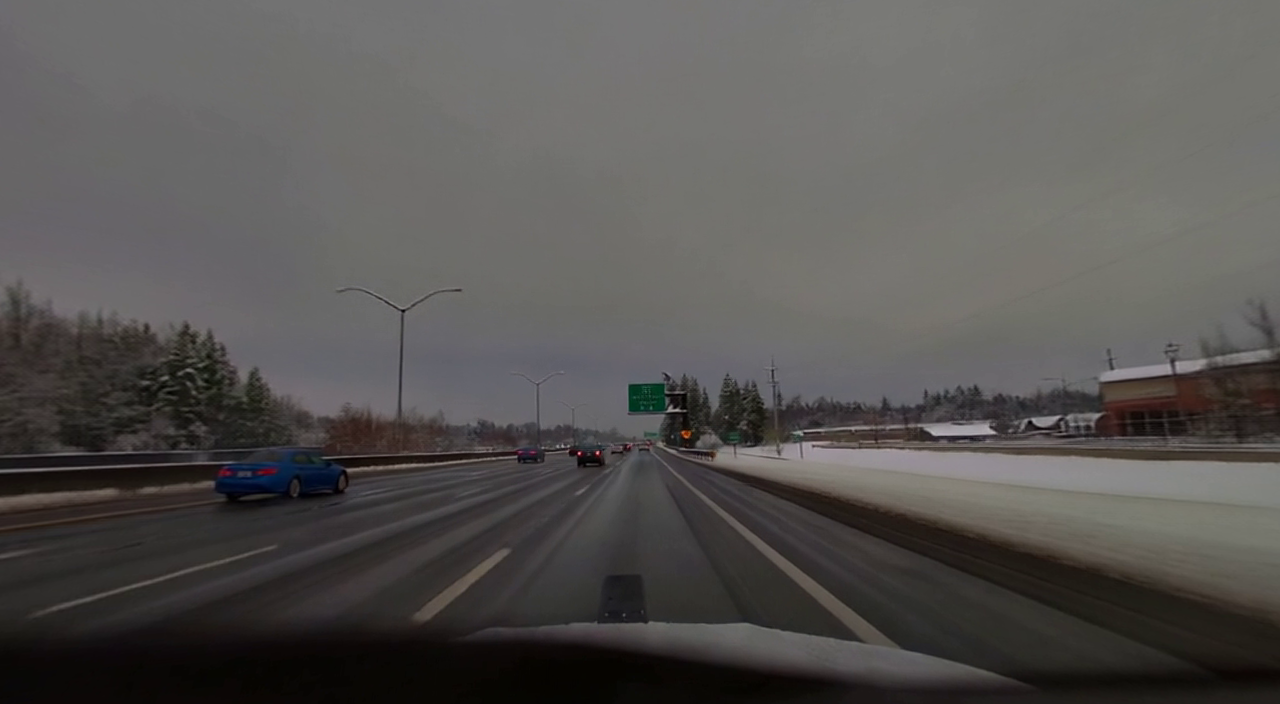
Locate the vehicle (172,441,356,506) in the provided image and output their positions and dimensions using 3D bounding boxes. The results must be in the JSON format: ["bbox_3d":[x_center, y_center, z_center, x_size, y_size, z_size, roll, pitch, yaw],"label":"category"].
[{"bbox_3d":[-10.034,3.241,17.423,2.002,1.526,4.822,0,-8,1],"label":"vehicle"}]

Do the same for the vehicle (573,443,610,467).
[{"bbox_3d":[-3.129,6.721,41.515,2.050,1.479,4.342,0,-8,1],"label":"vehicle"}]
